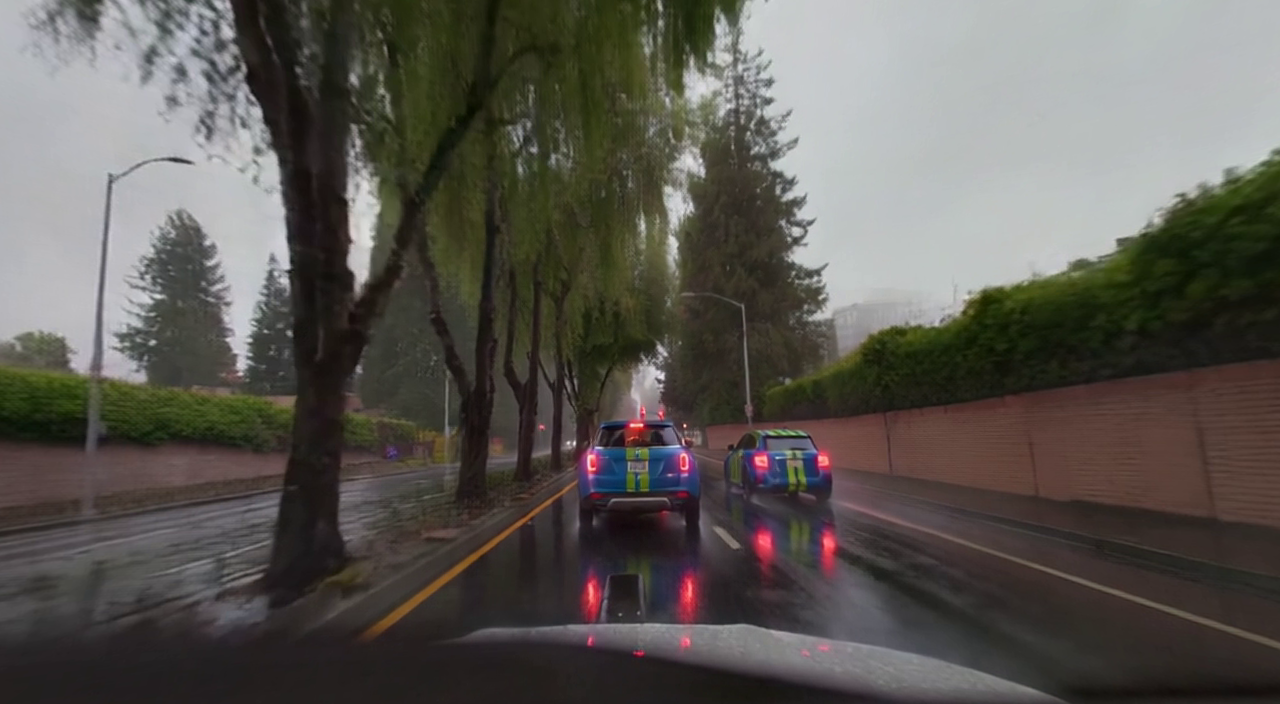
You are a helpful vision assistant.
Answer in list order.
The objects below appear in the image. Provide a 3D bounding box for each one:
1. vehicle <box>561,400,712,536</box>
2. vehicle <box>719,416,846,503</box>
[{"bbox_3d":[-0.102,1.758,9.928,1.984,1.777,3.148,0,-8,-2],"label":"vehicle"},{"bbox_3d":[3.087,2.437,14.626,1.840,1.709,4.202,0,-8,-2],"label":"vehicle"}]
